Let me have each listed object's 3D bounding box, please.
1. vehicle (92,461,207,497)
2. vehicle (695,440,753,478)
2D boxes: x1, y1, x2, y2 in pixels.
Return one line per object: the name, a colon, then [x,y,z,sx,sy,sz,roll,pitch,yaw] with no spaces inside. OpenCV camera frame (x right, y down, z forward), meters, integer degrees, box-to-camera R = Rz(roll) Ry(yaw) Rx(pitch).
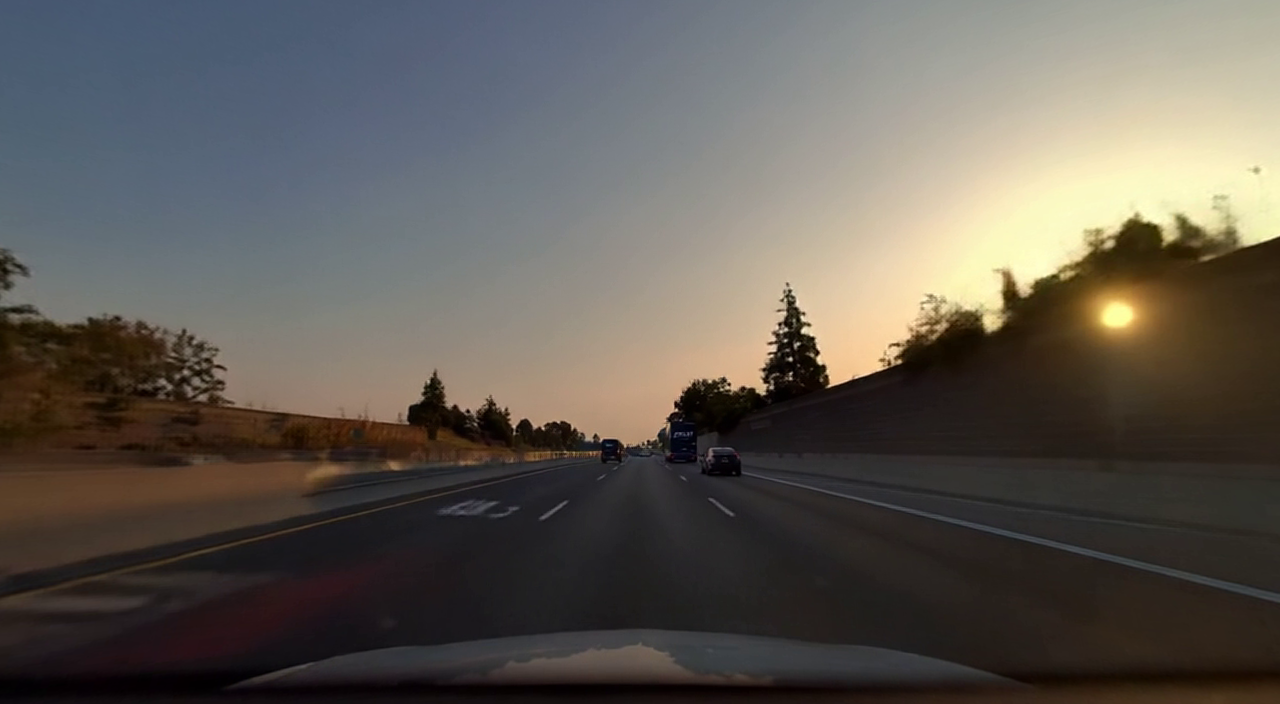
vehicle: [-23.407,6.039,30.363,1.859,1.486,4.522,0,-9,1]
vehicle: [3.877,5.064,29.951,2.066,1.638,4.158,0,-9,-1]
